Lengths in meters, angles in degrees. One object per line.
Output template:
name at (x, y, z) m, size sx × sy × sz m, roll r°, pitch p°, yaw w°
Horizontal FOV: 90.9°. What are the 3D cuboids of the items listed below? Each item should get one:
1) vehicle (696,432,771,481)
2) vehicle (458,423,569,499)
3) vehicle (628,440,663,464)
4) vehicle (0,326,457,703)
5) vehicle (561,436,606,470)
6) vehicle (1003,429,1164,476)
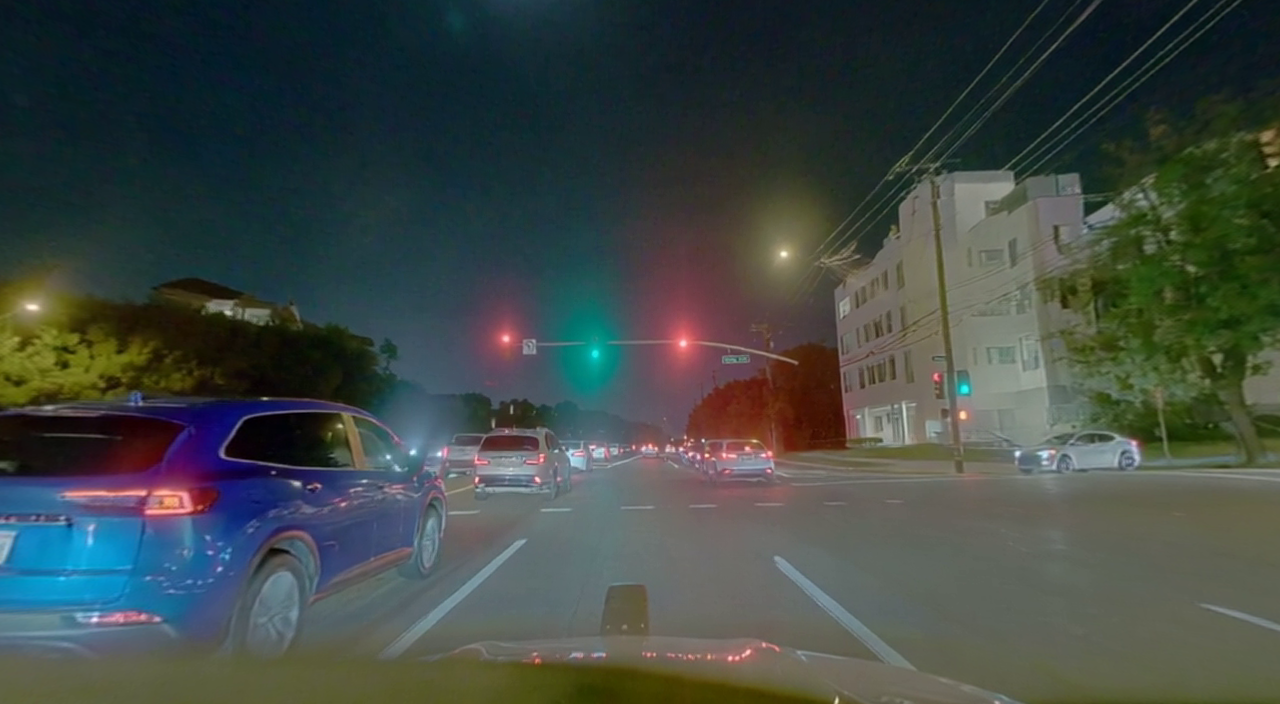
vehicle at (3.529, 4.086, 24.803) m, size 2.201 × 1.734 × 4.564 m, roll 0°, pitch -8°, yaw -1°
vehicle at (-3.179, 2.848, 16.799) m, size 1.958 × 1.744 × 4.315 m, roll 0°, pitch -8°, yaw 2°
vehicle at (0.362, 6.642, 41.849) m, size 2.185 × 1.515 × 4.215 m, roll 0°, pitch -8°, yaw 1°
vehicle at (-3.079, 1.079, 4.587) m, size 2.127 × 1.754 × 4.287 m, roll 0°, pitch -8°, yaw 1°
vehicle at (-2.915, 5.290, 33.250) m, size 1.900 × 1.677 × 4.128 m, roll 0°, pitch -8°, yaw 2°
vehicle at (15.643, 3.581, 22.501) m, size 4.119 × 1.574 × 2.028 m, roll -1°, pitch -9°, yaw 10°
